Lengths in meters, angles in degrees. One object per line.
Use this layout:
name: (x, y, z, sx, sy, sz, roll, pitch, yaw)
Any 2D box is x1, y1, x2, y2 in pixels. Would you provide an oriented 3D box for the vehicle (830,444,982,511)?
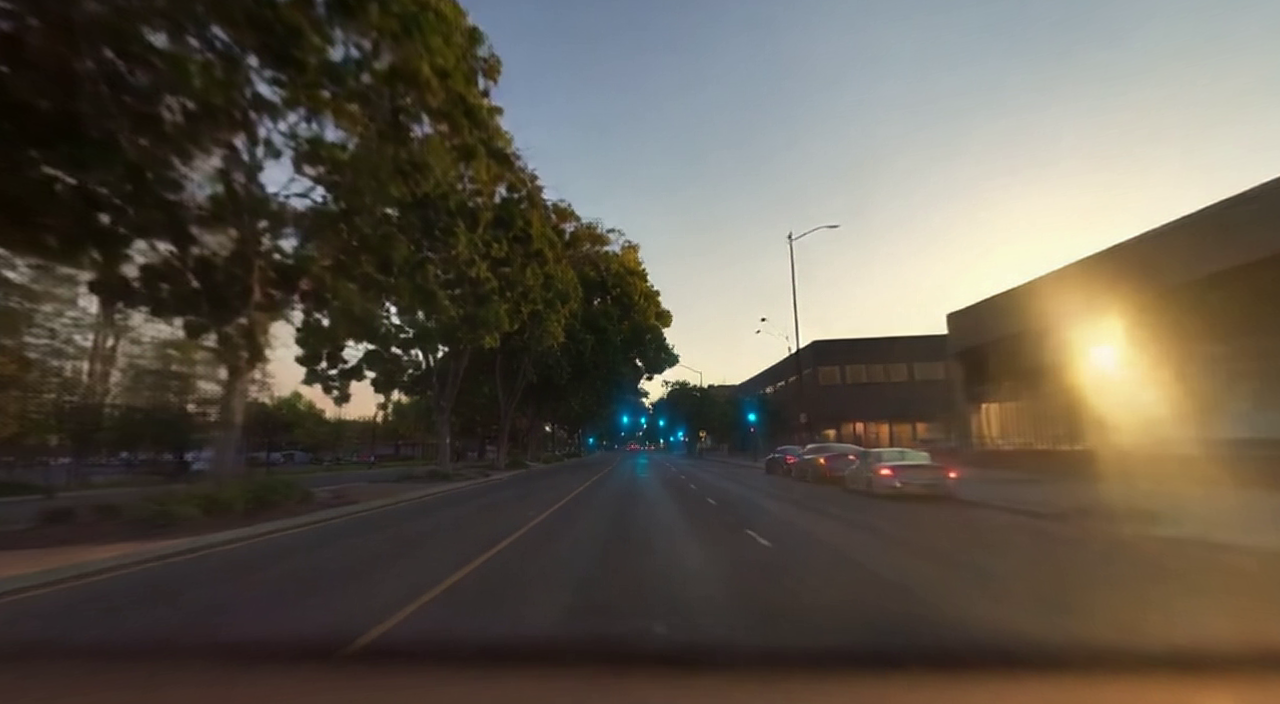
vehicle: (6.643, 3.151, 16.444, 1.847, 1.472, 4.846, 0, -9, 0)

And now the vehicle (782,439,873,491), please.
vehicle: (6.738, 4.089, 23.258, 1.980, 1.675, 4.854, 0, -9, 1)
